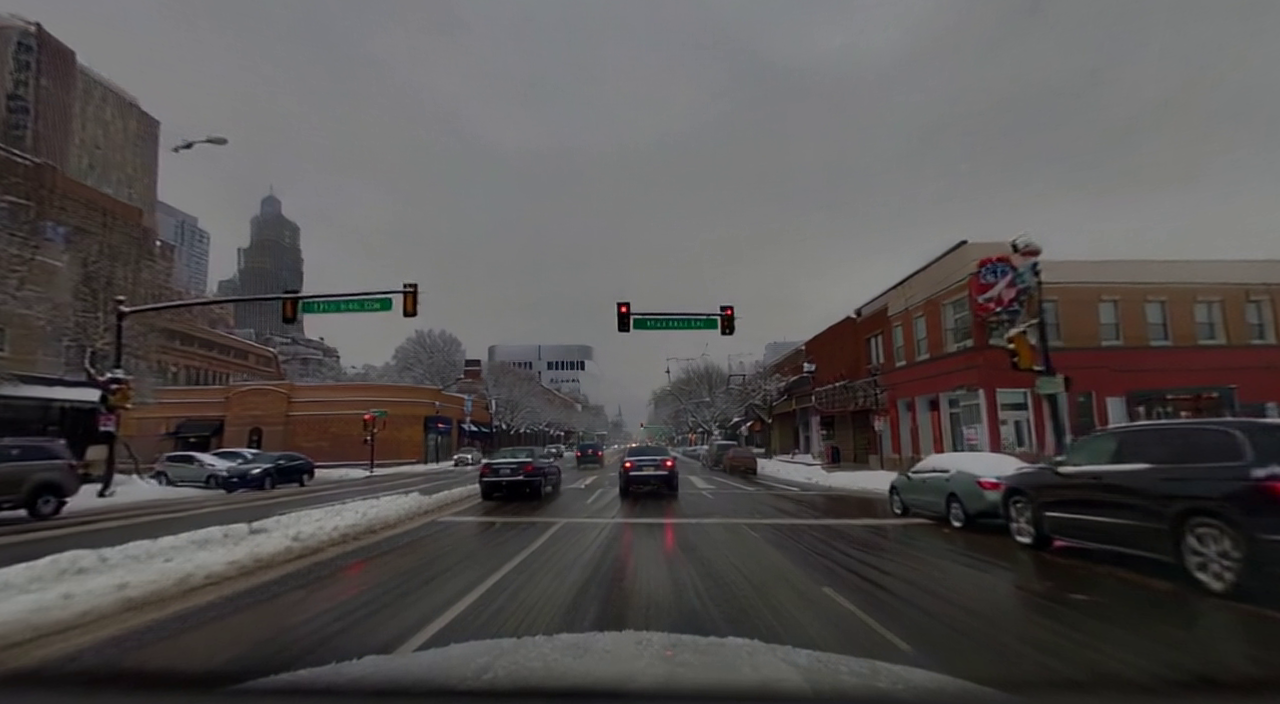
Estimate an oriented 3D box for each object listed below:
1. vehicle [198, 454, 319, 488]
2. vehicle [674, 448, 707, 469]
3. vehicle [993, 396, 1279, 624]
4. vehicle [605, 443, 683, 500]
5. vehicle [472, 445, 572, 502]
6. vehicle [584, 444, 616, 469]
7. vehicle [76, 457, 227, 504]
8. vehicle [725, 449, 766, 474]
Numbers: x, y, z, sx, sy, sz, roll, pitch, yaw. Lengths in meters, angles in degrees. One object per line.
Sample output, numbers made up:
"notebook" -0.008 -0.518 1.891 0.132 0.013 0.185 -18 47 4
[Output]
"vehicle" -18.873 5.847 31.248 5.163 1.510 2.174 -3 -9 17
"vehicle" 3.672 7.862 46.685 2.047 1.463 4.514 0 -8 0
"vehicle" 6.488 1.552 6.851 2.289 1.867 5.322 0 -8 1
"vehicle" 0.117 3.449 18.654 2.037 1.484 4.073 0 -8 0
"vehicle" -3.289 3.454 18.433 1.950 1.450 4.257 0 -8 2
"vehicle" -2.894 7.635 46.138 2.007 1.736 4.185 0 -8 1
"vehicle" -17.237 4.518 22.599 1.774 1.436 4.473 0 -8 1
"vehicle" 6.876 7.163 41.497 1.944 1.462 4.406 0 -8 0
